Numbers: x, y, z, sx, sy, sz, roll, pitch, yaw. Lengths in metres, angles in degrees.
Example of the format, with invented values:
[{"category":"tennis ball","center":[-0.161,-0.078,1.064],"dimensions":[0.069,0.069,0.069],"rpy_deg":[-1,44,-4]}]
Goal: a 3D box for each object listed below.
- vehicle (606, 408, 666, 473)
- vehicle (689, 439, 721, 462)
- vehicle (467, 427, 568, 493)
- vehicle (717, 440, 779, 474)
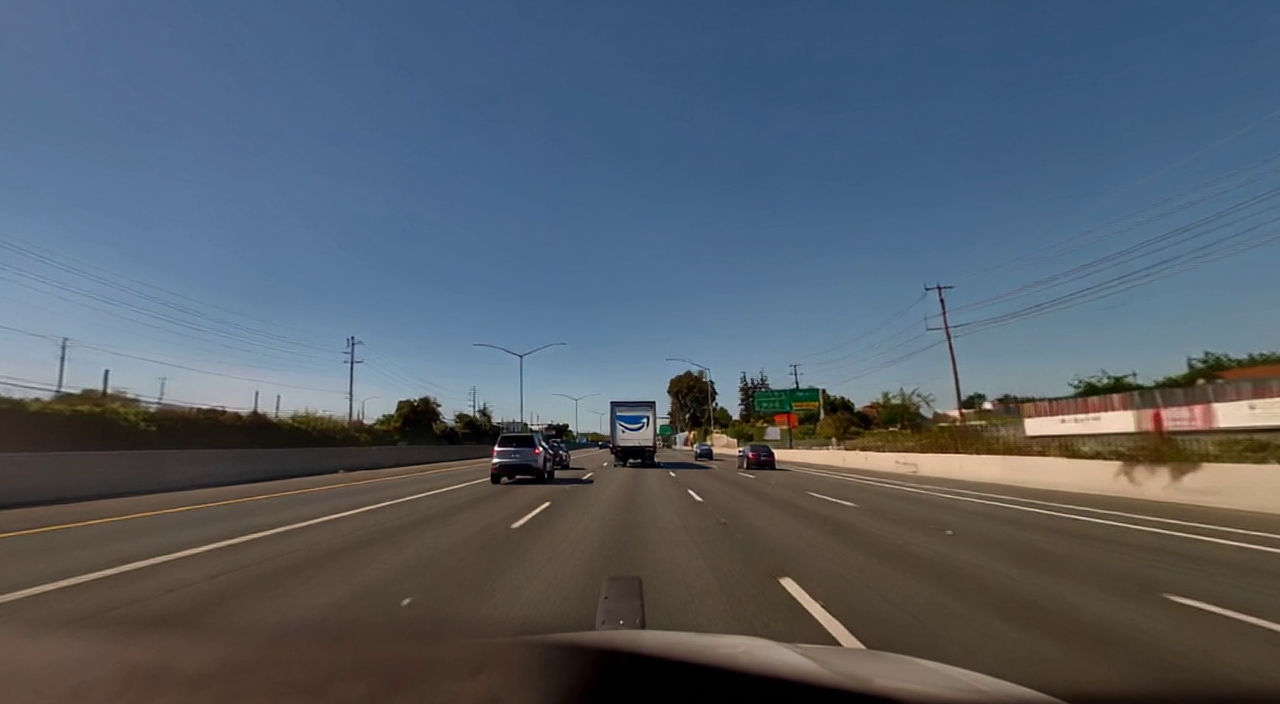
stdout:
[{"category":"vehicle","center":[-0.202,4.164,29.508],"dimensions":[2.456,2.705,6.251],"rpy_deg":[1,-9,-1]},{"category":"vehicle","center":[4.987,7.670,49.041],"dimensions":[2.067,1.654,3.985],"rpy_deg":[0,-8,0]},{"category":"vehicle","center":[-3.456,3.150,18.661],"dimensions":[2.095,1.688,4.188],"rpy_deg":[0,-9,1]},{"category":"vehicle","center":[5.068,4.982,30.148],"dimensions":[1.970,1.499,4.491],"rpy_deg":[1,-9,-3]}]
